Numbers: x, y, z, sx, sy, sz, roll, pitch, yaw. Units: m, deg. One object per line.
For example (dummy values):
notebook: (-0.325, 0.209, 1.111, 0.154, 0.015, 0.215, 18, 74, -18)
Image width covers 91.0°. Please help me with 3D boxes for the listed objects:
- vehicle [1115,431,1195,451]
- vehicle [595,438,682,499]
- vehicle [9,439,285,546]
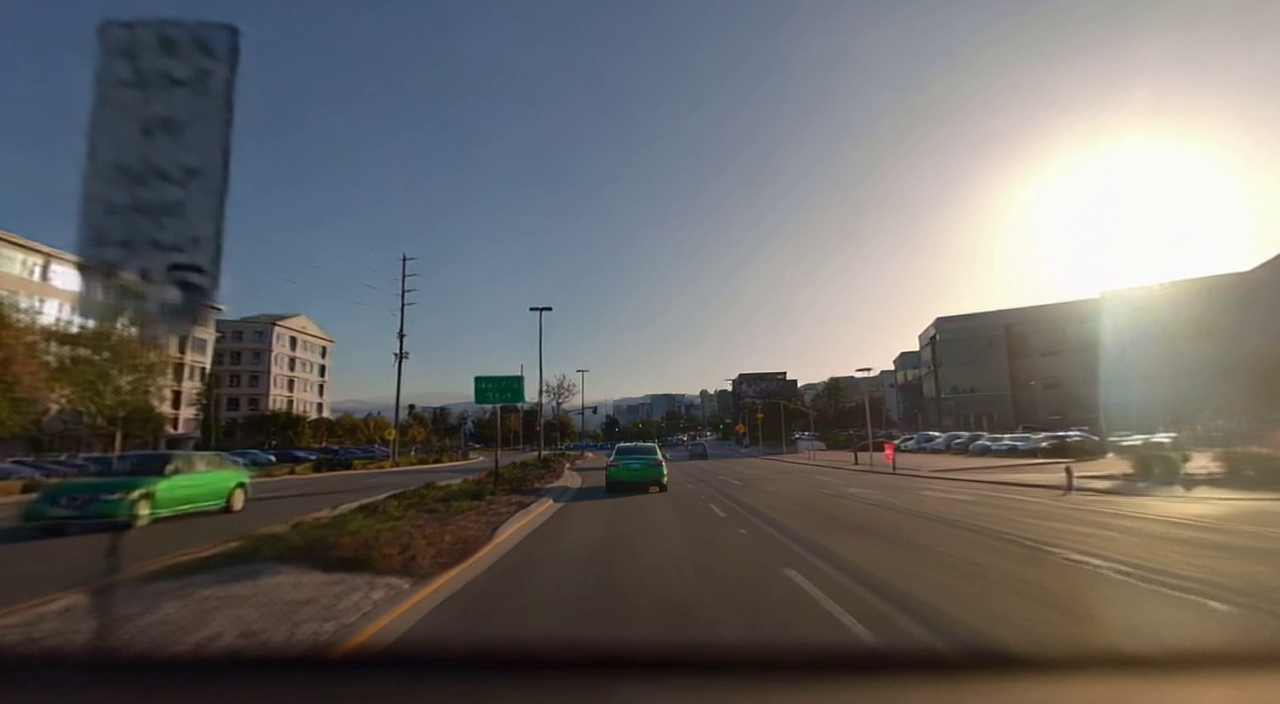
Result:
vehicle: (39.249, 6.797, 48.059, 4.345, 1.463, 1.933, 0, -8, 2)
vehicle: (-0.077, 3.146, 17.417, 2.126, 1.475, 3.967, 0, -8, -1)
vehicle: (-9.048, 2.526, 12.165, 1.903, 1.476, 4.395, -6, -8, -1)
